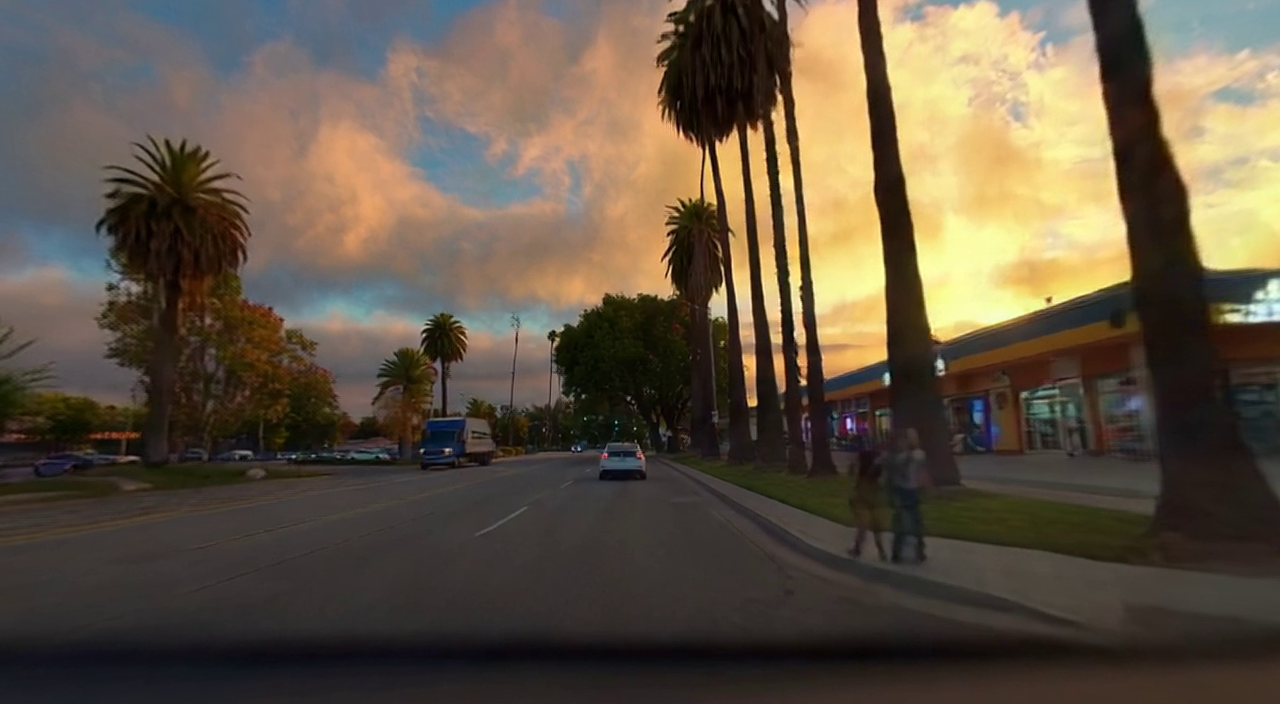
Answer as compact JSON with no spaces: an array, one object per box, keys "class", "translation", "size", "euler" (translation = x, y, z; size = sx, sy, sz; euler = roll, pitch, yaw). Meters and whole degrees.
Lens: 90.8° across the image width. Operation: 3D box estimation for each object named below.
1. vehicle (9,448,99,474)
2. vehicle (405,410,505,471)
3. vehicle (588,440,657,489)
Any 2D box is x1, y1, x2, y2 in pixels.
[{"class":"vehicle","translation":[-44.310,8.229,47.793],"size":[4.802,1.933,2.076],"euler":[-1,-9,4]},{"class":"vehicle","translation":[-12.055,6.060,42.820],"size":[3.022,3.532,12.586],"euler":[0,-9,0]},{"class":"vehicle","translation":[-0.560,3.719,21.225],"size":[2.076,1.486,4.119],"euler":[0,-9,-1]}]
